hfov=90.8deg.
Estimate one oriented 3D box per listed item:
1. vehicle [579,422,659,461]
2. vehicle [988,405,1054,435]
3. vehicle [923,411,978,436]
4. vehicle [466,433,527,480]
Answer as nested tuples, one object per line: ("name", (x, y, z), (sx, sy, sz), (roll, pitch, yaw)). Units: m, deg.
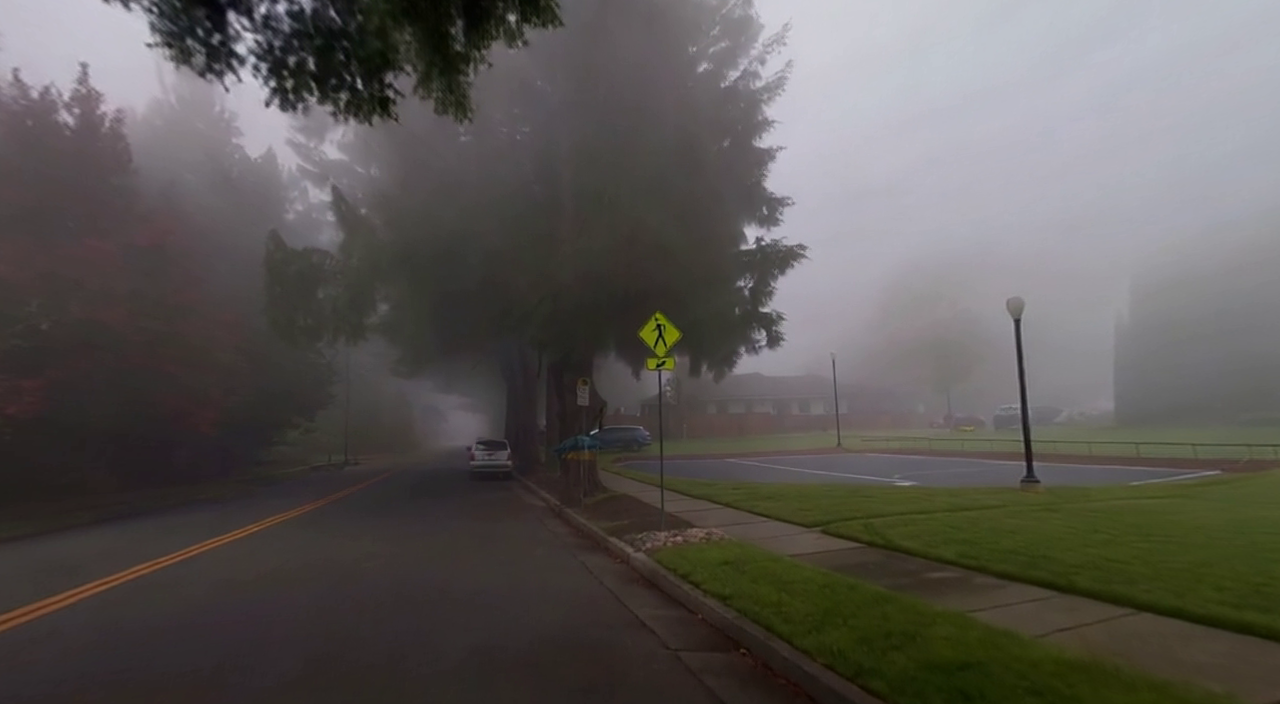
("vehicle", (-1.147, 5.110, 36.447), (1.954, 1.696, 4.390), (-8, -5, 42))
("vehicle", (23.413, 4.206, 38.780), (4.481, 1.634, 1.973), (7, -11, -39))
("vehicle", (22.084, 5.105, 44.835), (4.245, 1.601, 1.912), (7, -12, -41))
("vehicle", (-5.965, 4.270, 26.056), (2.204, 1.776, 4.262), (2, -9, -14))
